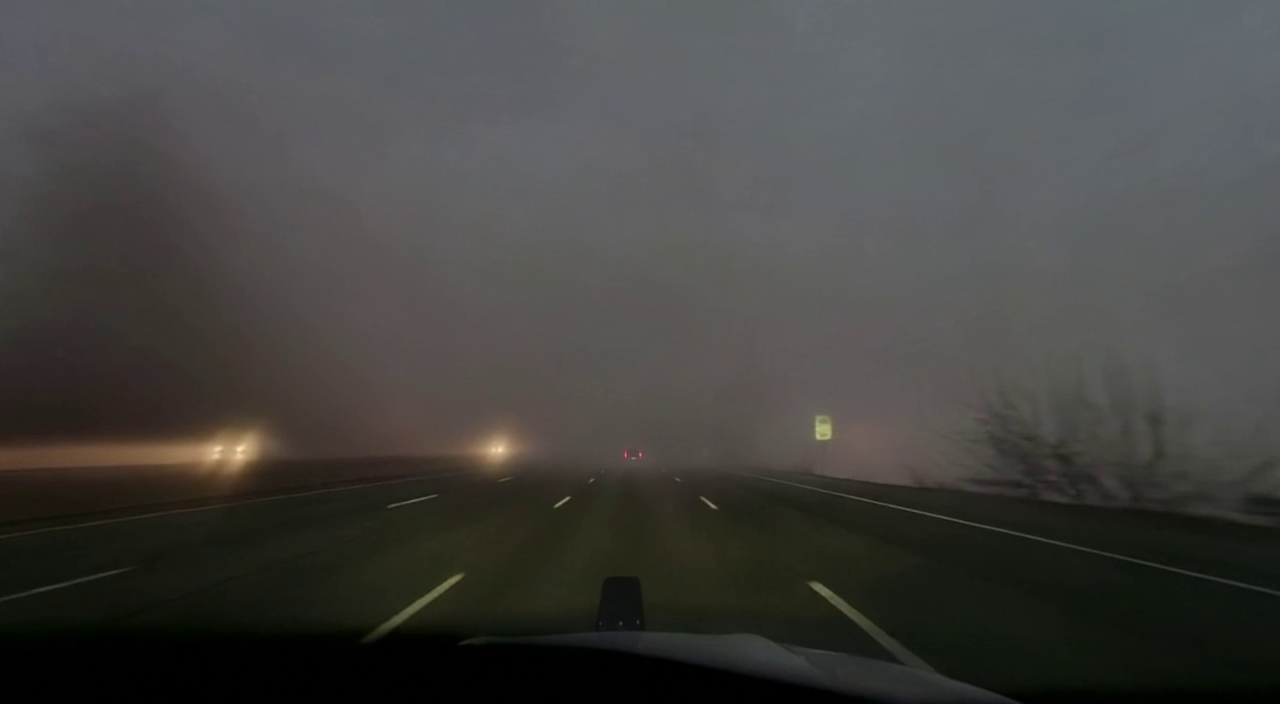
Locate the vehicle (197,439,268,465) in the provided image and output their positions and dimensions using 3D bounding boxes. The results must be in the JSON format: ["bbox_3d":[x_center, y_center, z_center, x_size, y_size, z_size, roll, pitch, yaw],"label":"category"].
[{"bbox_3d":[-25.066,6.170,38.936,1.786,1.465,3.860,0,-9,-1],"label":"vehicle"}]
